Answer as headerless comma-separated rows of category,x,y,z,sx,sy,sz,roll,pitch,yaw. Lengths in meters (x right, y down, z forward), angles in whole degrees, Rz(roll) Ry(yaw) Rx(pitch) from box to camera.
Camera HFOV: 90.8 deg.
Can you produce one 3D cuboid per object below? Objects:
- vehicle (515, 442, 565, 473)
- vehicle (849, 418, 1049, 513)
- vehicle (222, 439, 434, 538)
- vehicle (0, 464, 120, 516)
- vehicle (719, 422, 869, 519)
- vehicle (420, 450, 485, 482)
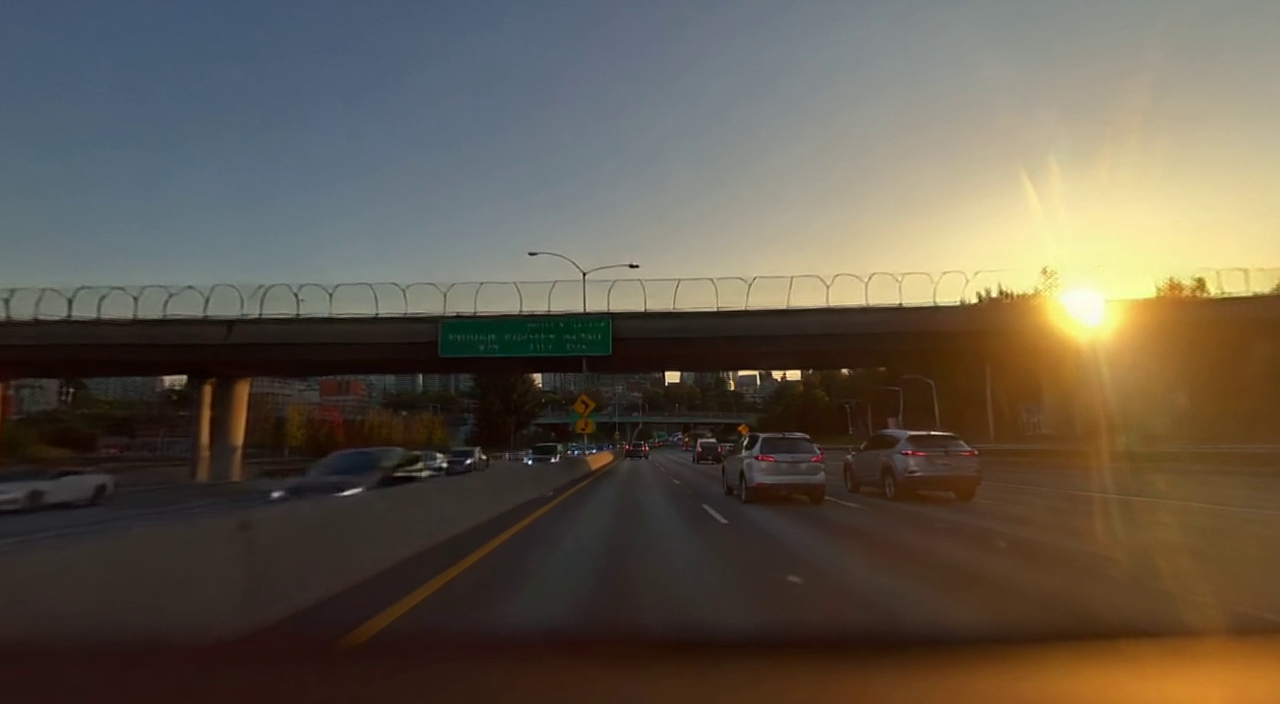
vehicle,-5.723,6.103,36.688,2.184,1.638,4.522,0,-9,0
vehicle,6.746,2.548,14.609,2.040,1.801,4.959,0,-9,-1
vehicle,-5.690,2.506,12.256,1.948,1.554,4.122,0,-9,1
vehicle,-20.678,4.637,21.529,1.848,1.472,4.758,0,-9,0
vehicle,3.023,2.435,13.474,2.059,1.711,4.302,0,-9,0
vehicle,-9.457,5.766,32.249,2.020,1.494,4.353,0,-9,0
